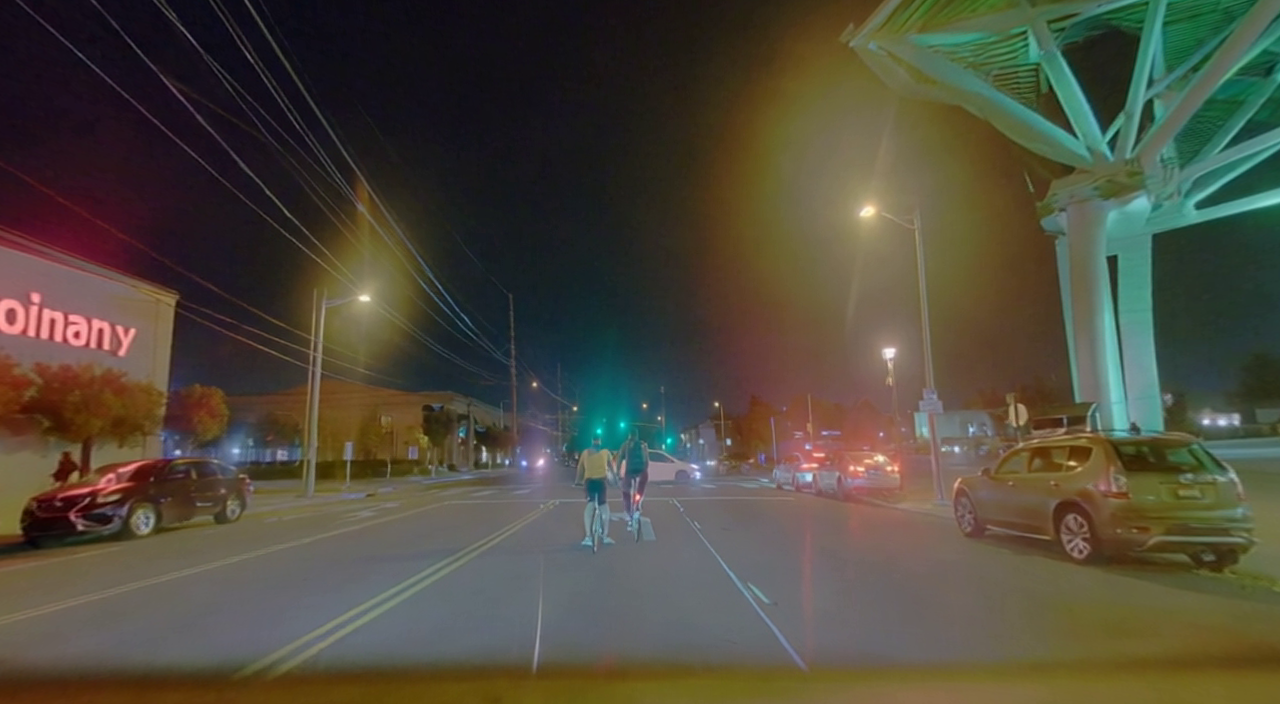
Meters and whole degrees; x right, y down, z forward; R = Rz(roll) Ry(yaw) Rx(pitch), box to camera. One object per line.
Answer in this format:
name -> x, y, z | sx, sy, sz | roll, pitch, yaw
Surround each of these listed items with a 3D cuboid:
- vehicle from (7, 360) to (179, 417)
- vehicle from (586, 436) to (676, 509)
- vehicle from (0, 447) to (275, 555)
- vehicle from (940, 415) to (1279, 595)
vehicle -> -17.105, 1.184, 19.909 | 3.685, 1.584, 1.708 | 1, -9, -3
vehicle -> -0.179, 3.265, 17.567 | 2.190, 1.783, 4.048 | 0, -9, 1
vehicle -> -10.244, 2.951, 13.431 | 2.075, 1.816, 4.900 | 0, -9, -1
vehicle -> 5.822, 1.774, 8.158 | 1.873, 1.714, 3.979 | 0, -9, 0
